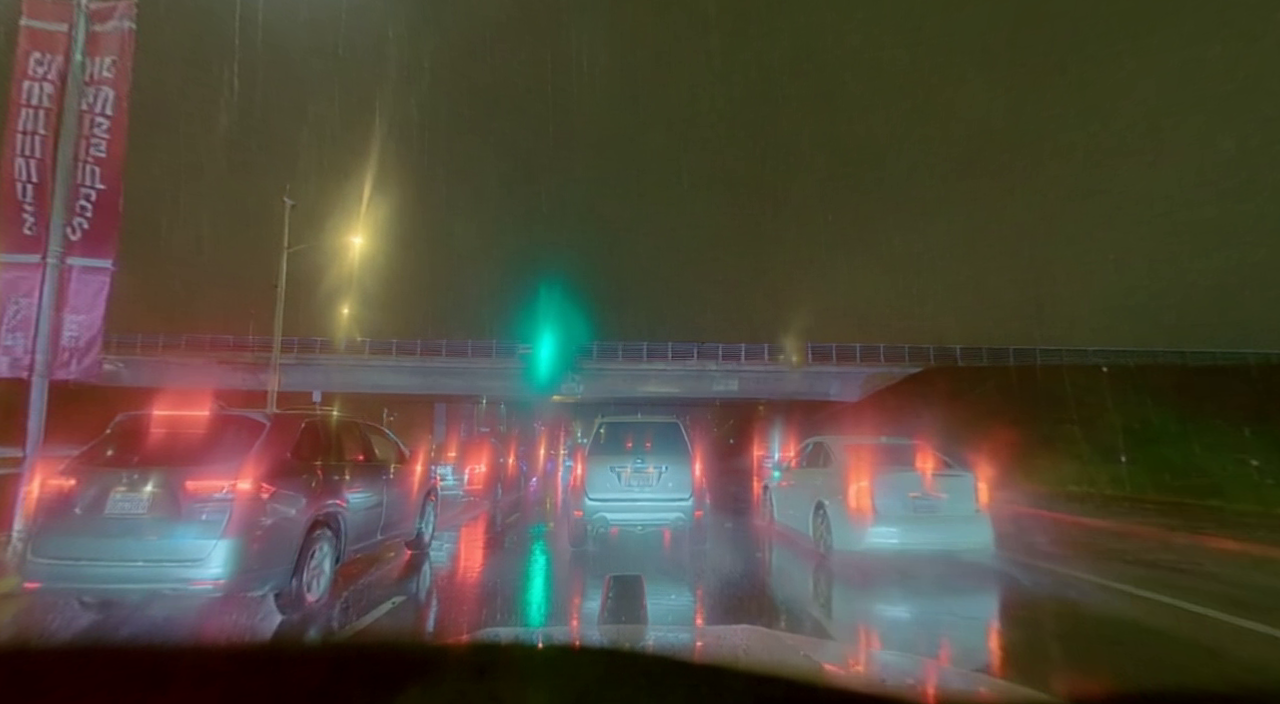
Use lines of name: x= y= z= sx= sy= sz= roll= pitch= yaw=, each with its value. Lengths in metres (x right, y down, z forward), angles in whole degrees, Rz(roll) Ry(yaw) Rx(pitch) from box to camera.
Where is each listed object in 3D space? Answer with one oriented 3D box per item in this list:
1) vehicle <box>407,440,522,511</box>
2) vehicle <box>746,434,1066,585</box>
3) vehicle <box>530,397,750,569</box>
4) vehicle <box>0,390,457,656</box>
vehicle: x=-4.154 y=2.946 z=15.431 sx=1.797 sy=1.505 sz=3.506 roll=0 pitch=-9 yaw=0
vehicle: x=3.069 y=1.936 z=8.772 sx=2.228 sy=1.472 sz=4.939 roll=0 pitch=-9 yaw=-1
vehicle: x=-0.080 y=1.767 z=9.211 sx=2.409 sy=1.864 sz=4.471 roll=0 pitch=-9 yaw=-2
vehicle: x=-3.498 y=1.422 z=6.269 sx=2.039 sy=1.709 sz=4.265 roll=0 pitch=-9 yaw=0
